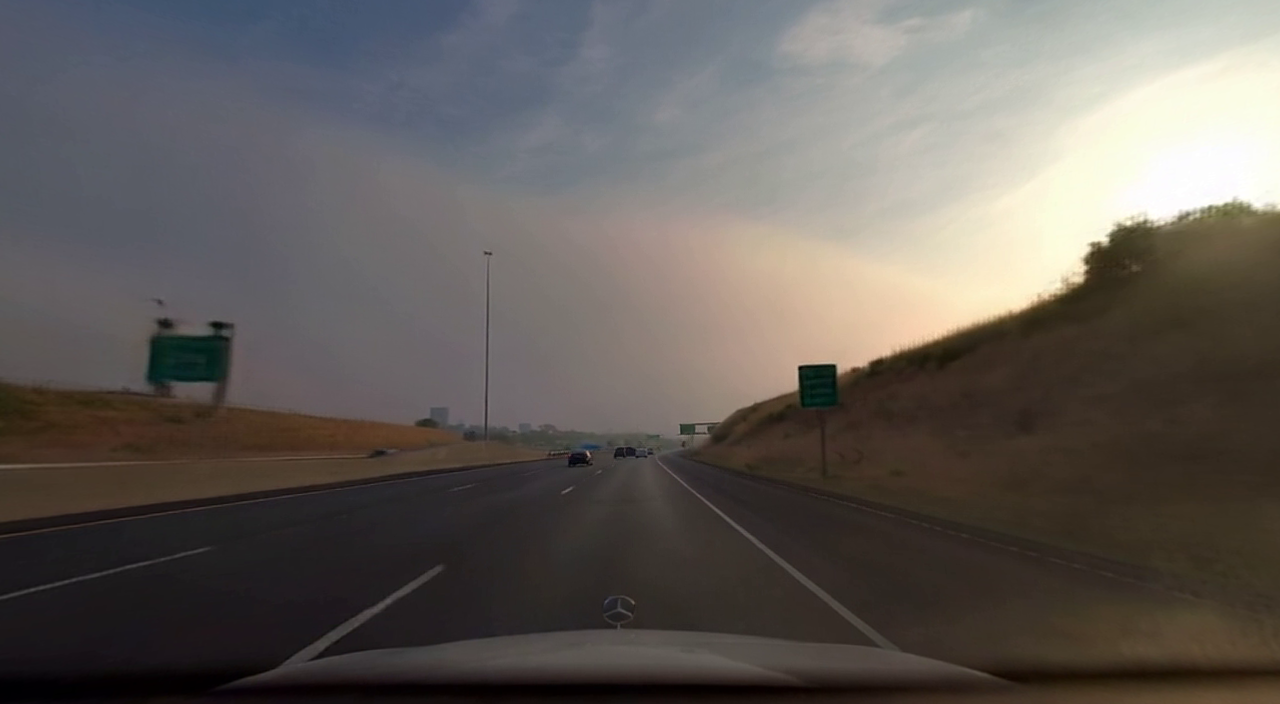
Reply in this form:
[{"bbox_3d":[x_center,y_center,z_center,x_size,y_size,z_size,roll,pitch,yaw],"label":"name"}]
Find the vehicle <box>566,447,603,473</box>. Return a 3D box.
[{"bbox_3d":[-3.300,6.509,37.917,1.895,1.482,3.852,0,-9,1],"label":"vehicle"}]
